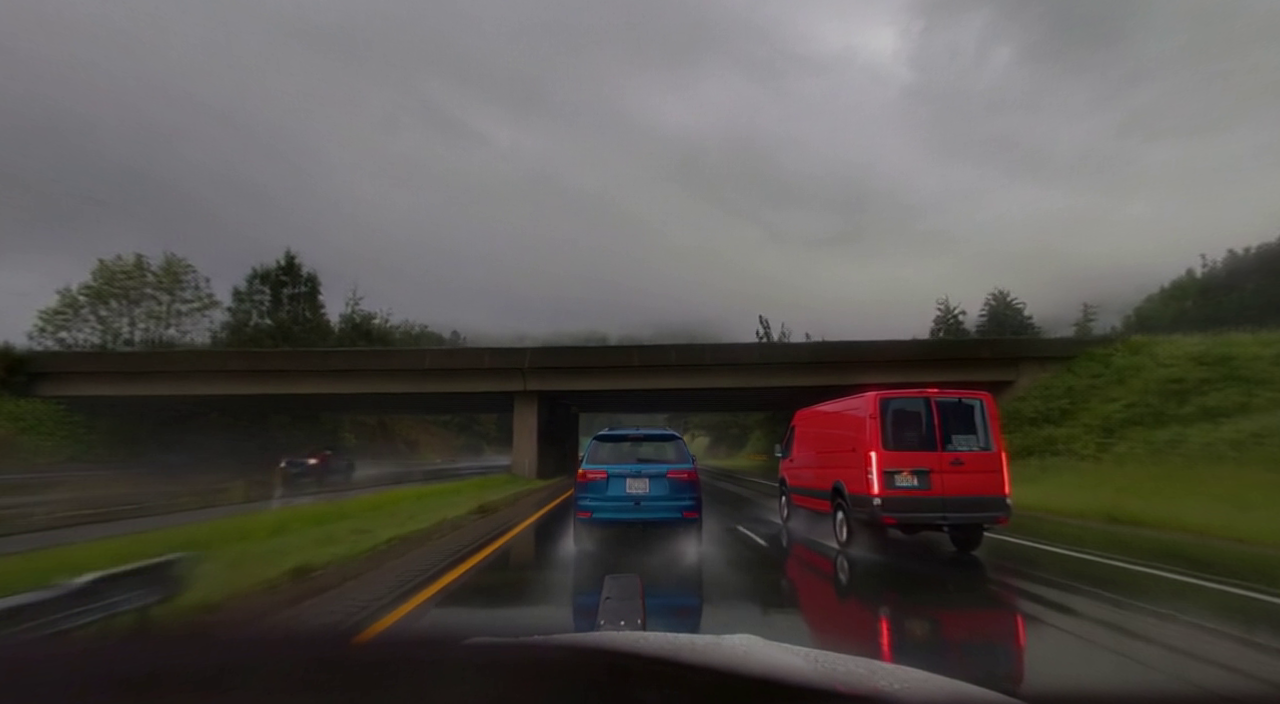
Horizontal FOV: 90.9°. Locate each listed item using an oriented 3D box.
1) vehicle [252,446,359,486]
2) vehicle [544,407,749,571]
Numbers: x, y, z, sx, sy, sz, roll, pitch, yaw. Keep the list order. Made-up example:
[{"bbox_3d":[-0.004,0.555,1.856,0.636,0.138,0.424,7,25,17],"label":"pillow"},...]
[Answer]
[{"bbox_3d":[-13.352,4.565,25.529,1.836,1.465,4.514,0,-9,0],"label":"vehicle"},{"bbox_3d":[0.079,1.860,9.177,2.288,1.823,4.059,0,-9,0],"label":"vehicle"}]
